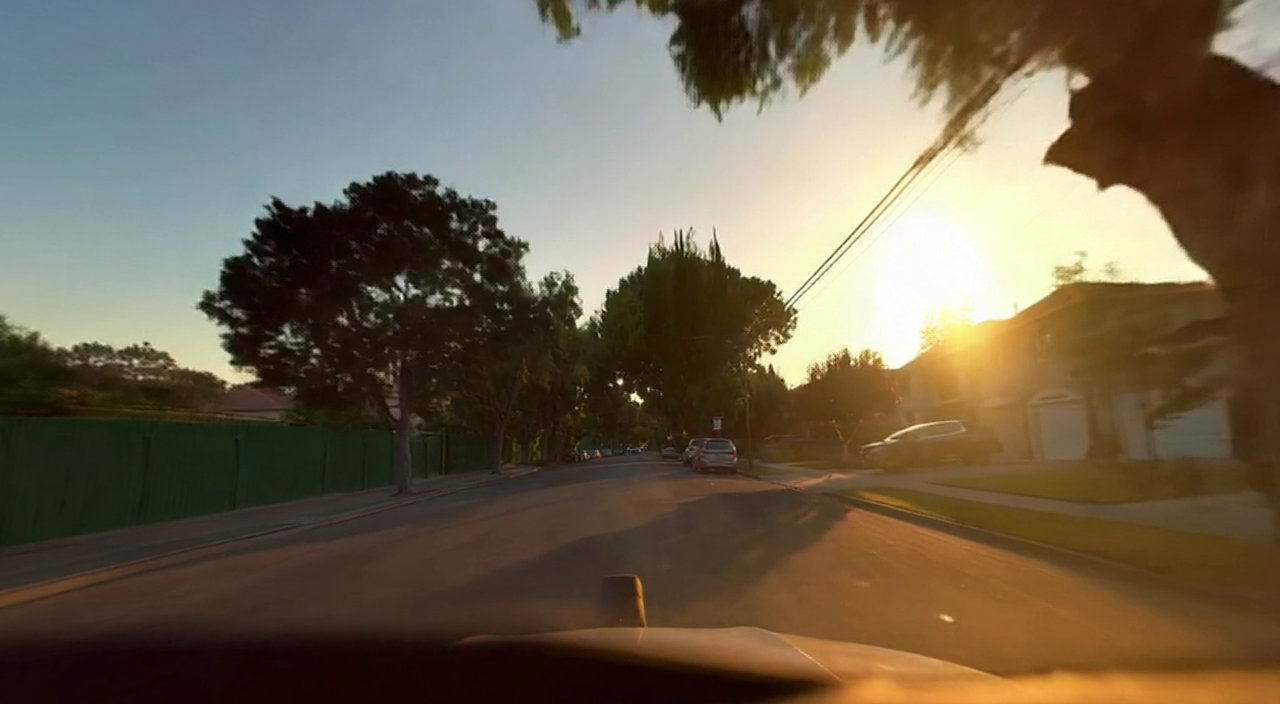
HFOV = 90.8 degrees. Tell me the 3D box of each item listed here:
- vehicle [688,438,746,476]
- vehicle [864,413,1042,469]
[{"bbox_3d":[3.583,4.997,30.314,2.122,1.673,4.876,0,-9,0],"label":"vehicle"},{"bbox_3d":[10.880,3.122,22.284,5.046,1.800,2.201,-1,-8,0],"label":"vehicle"}]
